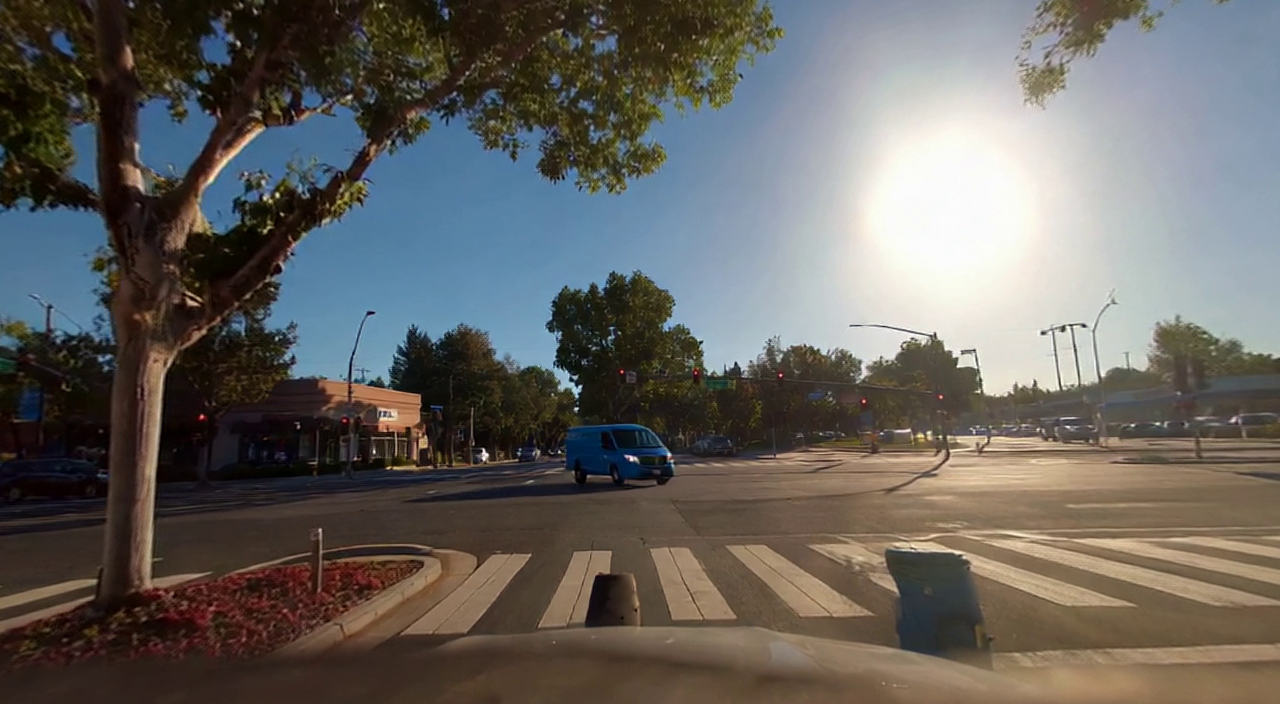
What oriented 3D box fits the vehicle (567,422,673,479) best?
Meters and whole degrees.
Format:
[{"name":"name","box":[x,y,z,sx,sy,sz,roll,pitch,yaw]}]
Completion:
[{"name":"vehicle","box":[-1.104,4.613,29.862,2.465,2.404,5.791,5,-10,-31]}]

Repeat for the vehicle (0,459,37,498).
[{"name":"vehicle","box":[-45.977,9.057,45.619,2.529,2.543,5.861,6,-10,-35]}]
